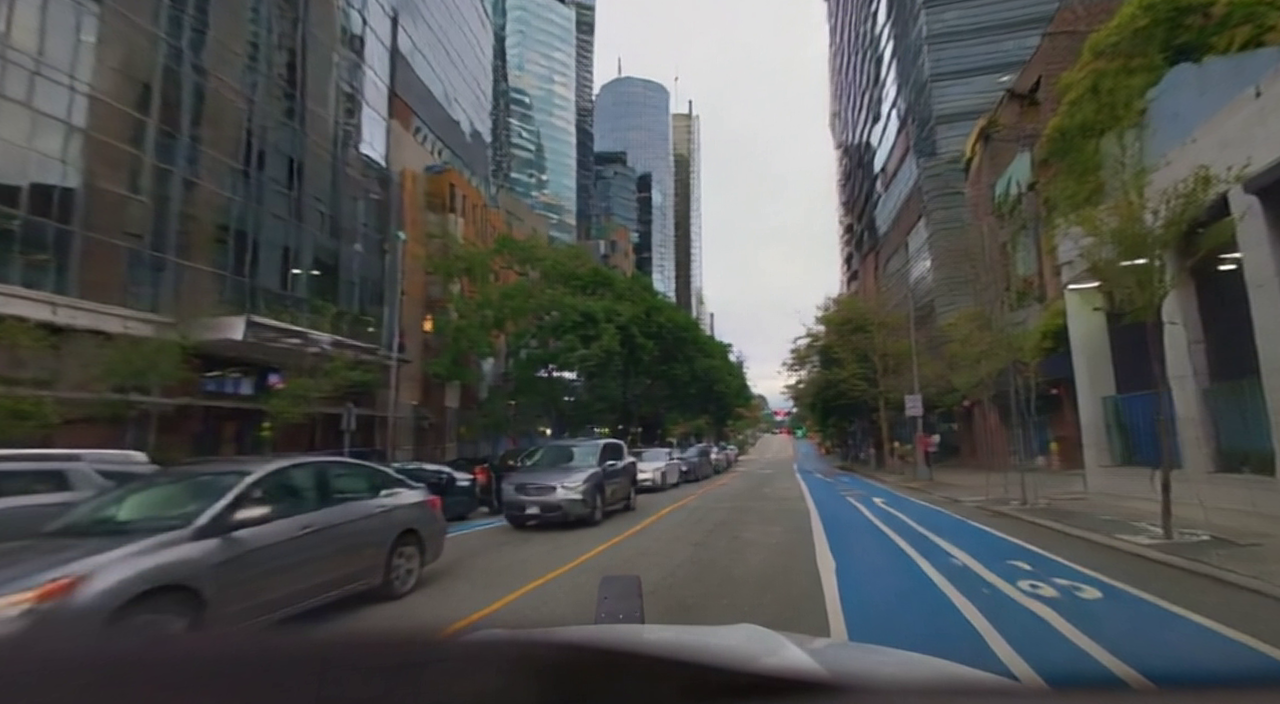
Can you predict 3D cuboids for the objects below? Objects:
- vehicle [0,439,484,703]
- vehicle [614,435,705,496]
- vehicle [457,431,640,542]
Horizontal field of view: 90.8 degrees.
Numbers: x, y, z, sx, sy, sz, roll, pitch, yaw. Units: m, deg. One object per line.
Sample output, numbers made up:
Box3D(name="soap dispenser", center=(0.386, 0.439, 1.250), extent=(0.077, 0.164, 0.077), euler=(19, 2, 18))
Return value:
Box3D(name="vehicle", center=(-3.391, 1.527, 5.152), extent=(2.017, 1.558, 4.888), euler=(-2, -9, 14))
Box3D(name="vehicle", center=(0.813, 3.848, 21.794), extent=(2.225, 1.848, 4.472), euler=(-2, -9, 14))
Box3D(name="vehicle", center=(-1.585, 2.601, 12.983), extent=(2.173, 1.814, 4.573), euler=(-2, -9, 13))
